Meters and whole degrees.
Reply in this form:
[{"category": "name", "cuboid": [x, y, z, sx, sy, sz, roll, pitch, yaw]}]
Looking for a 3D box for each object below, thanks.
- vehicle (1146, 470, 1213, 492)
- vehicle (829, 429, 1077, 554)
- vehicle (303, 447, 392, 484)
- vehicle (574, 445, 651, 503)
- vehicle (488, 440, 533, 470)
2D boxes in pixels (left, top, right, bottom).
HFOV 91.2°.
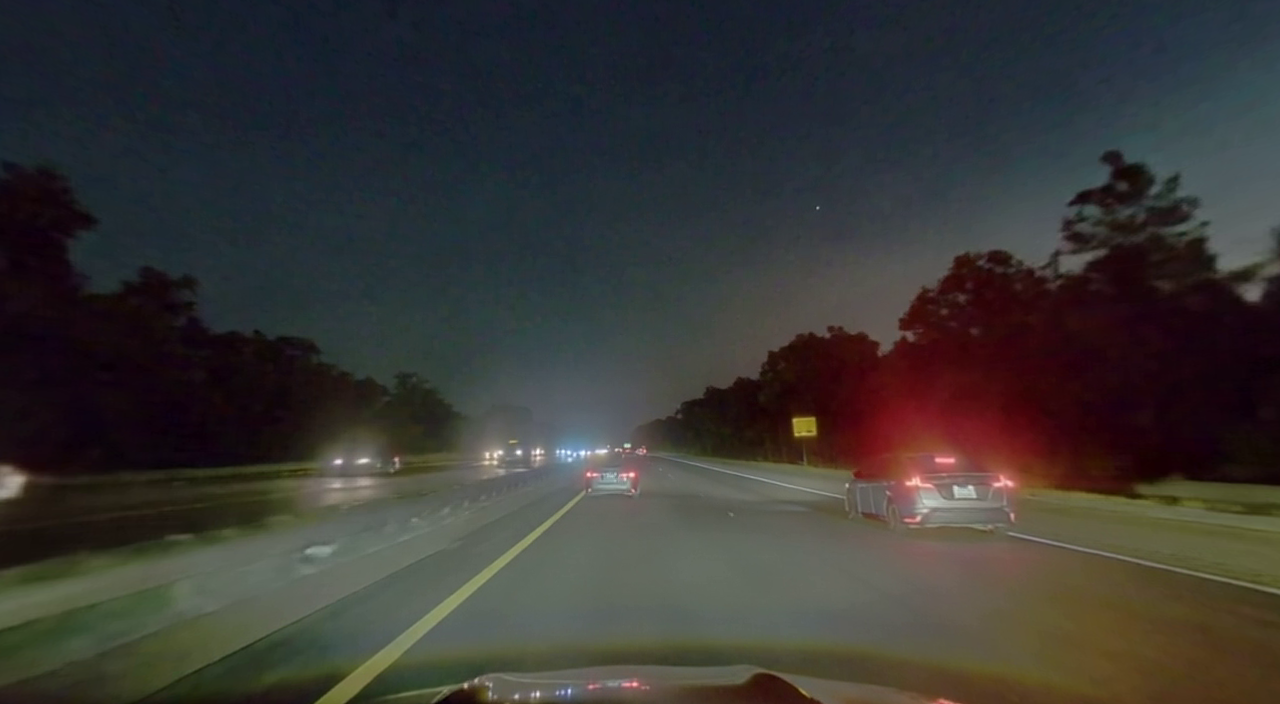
[{"category": "vehicle", "cuboid": [42.015, 10.021, 48.937, 1.775, 1.512, 3.972, -1, -9, 3]}, {"category": "vehicle", "cuboid": [4.517, 2.053, 9.814, 1.910, 1.554, 3.718, 0, -9, -1]}, {"category": "vehicle", "cuboid": [-12.691, 4.934, 27.538, 1.919, 1.502, 4.134, 0, -9, -1]}, {"category": "vehicle", "cuboid": [-0.745, 3.529, 18.585, 2.013, 1.479, 4.169, 0, -9, -1]}, {"category": "vehicle", "cuboid": [-8.863, 7.125, 43.352, 2.126, 1.921, 5.104, 0, -9, -1]}]
